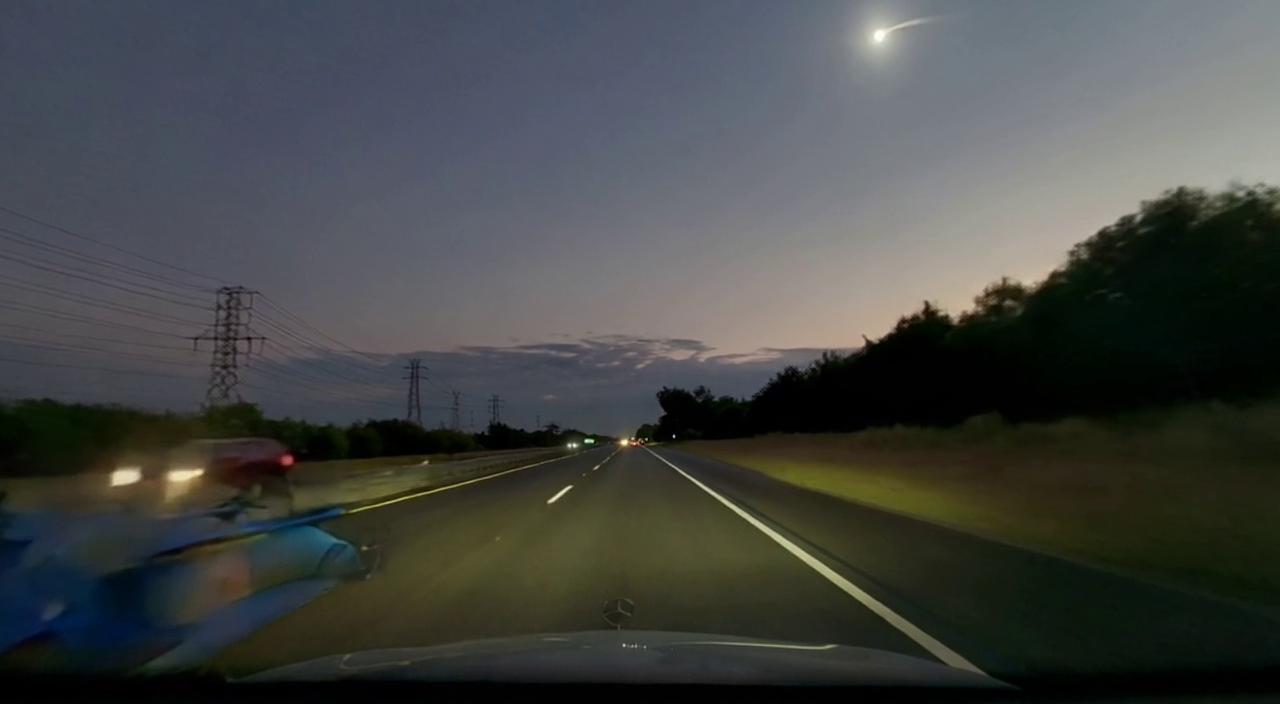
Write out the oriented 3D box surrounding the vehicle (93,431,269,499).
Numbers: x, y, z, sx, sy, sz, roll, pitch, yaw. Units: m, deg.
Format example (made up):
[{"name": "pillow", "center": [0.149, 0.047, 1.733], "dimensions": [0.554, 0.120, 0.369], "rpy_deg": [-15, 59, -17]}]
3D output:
[{"name": "vehicle", "center": [-14.511, 3.550, 20.375], "dimensions": [2.052, 1.914, 4.791], "rpy_deg": [0, -8, 0]}]
